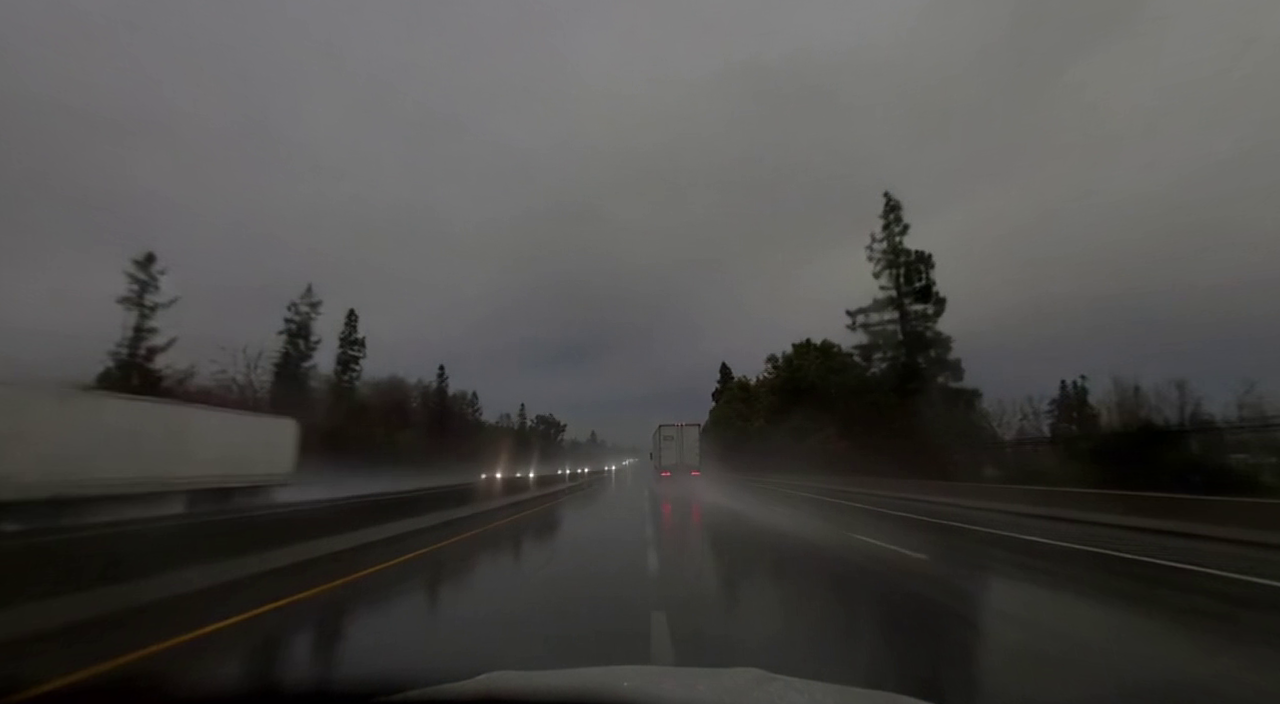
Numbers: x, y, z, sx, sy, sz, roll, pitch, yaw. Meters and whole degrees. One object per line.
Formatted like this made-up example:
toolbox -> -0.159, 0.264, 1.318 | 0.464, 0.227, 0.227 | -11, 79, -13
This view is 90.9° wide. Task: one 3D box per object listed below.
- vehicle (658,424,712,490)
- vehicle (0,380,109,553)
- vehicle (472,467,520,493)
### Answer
vehicle -> 3.071, 7.868, 46.709 | 3.204, 4.102, 13.306 | 0, -10, 1
vehicle -> -13.646, 1.915, 10.657 | 2.739, 3.258, 7.223 | 0, -10, 1
vehicle -> -8.779, 7.835, 38.808 | 1.844, 1.456, 4.062 | 0, -10, 2
